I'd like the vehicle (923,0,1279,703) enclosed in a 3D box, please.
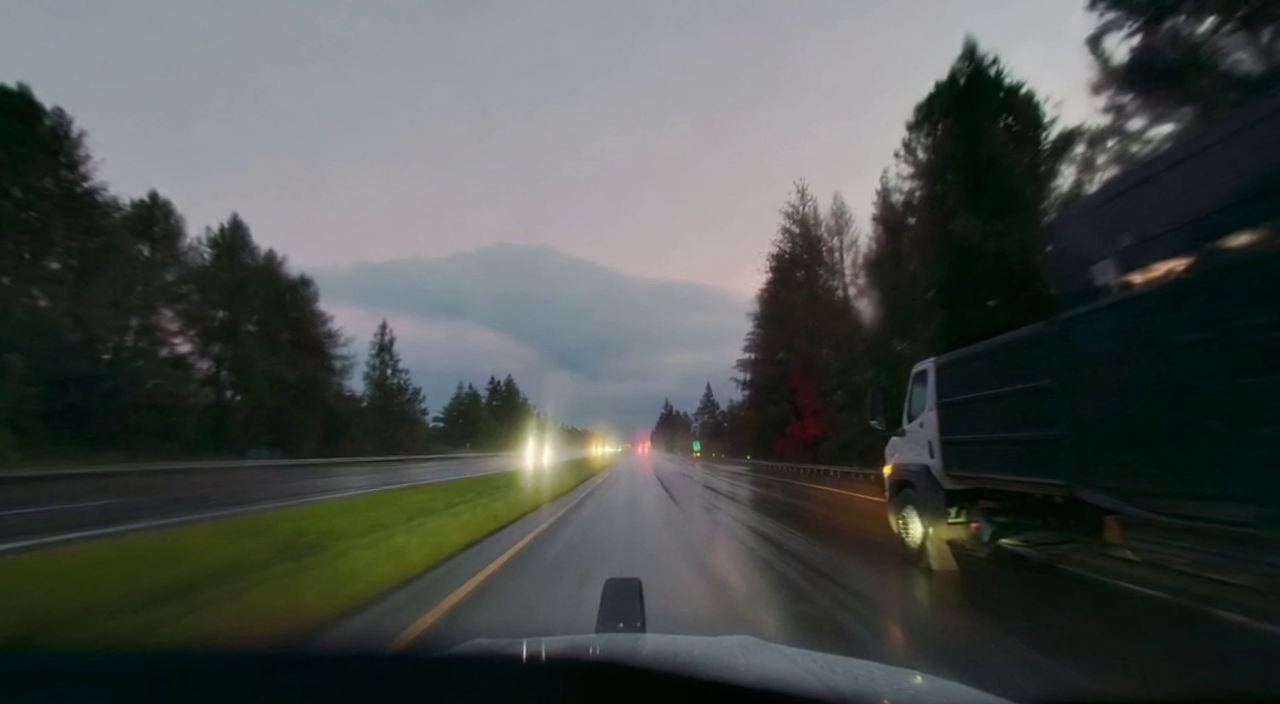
[{"bbox_3d":[4.784,-0.319,1.958,3.052,4.004,9.986,0,-9,0],"label":"vehicle"}]
